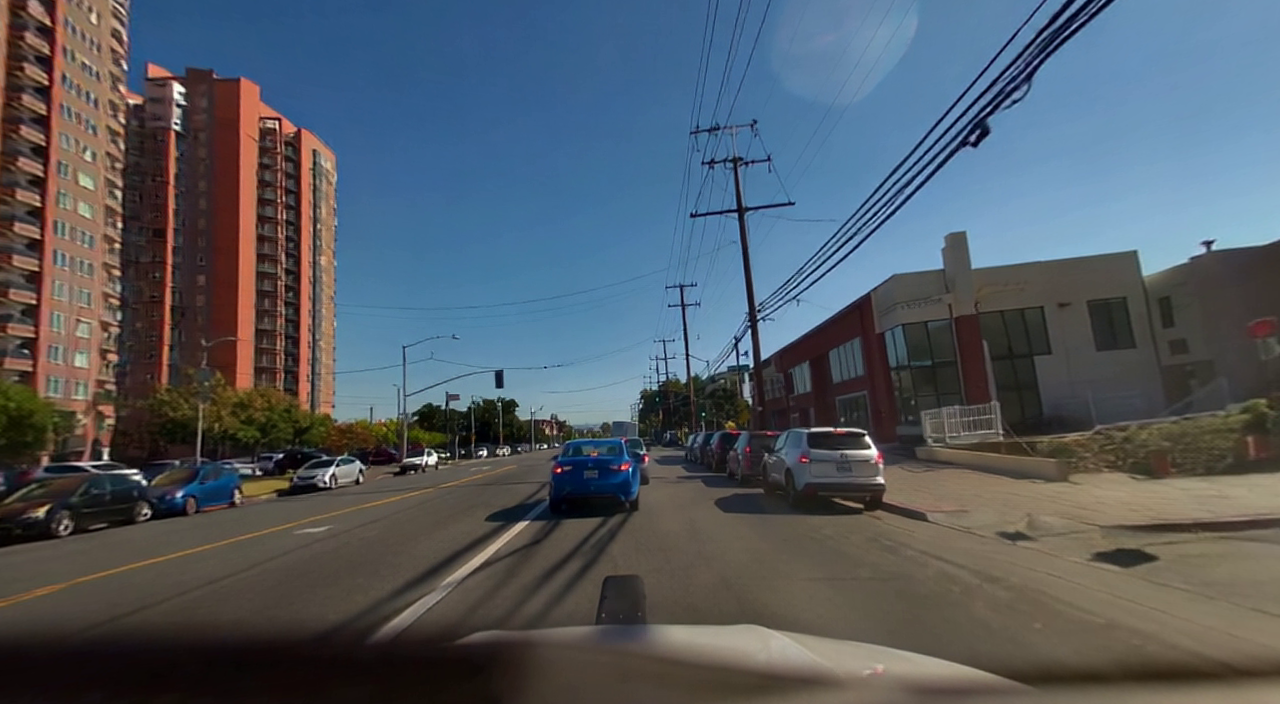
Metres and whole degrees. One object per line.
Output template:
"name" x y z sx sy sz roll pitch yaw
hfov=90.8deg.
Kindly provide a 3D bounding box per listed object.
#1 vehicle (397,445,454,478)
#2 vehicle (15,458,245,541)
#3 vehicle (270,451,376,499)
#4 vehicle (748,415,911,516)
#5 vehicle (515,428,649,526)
"vehicle" -12.256 6.250 36.409 2.011 1.687 4.079 -3 -8 -2
"vehicle" -12.061 3.448 15.487 1.850 1.487 4.711 -3 -8 -1
"vehicle" -12.140 4.680 24.501 1.868 1.491 4.367 -5 -8 0
"vehicle" 3.666 2.298 13.215 1.967 1.721 4.410 0 -8 -1
"vehicle" -0.901 2.230 11.896 2.019 1.453 4.603 0 -8 -1
